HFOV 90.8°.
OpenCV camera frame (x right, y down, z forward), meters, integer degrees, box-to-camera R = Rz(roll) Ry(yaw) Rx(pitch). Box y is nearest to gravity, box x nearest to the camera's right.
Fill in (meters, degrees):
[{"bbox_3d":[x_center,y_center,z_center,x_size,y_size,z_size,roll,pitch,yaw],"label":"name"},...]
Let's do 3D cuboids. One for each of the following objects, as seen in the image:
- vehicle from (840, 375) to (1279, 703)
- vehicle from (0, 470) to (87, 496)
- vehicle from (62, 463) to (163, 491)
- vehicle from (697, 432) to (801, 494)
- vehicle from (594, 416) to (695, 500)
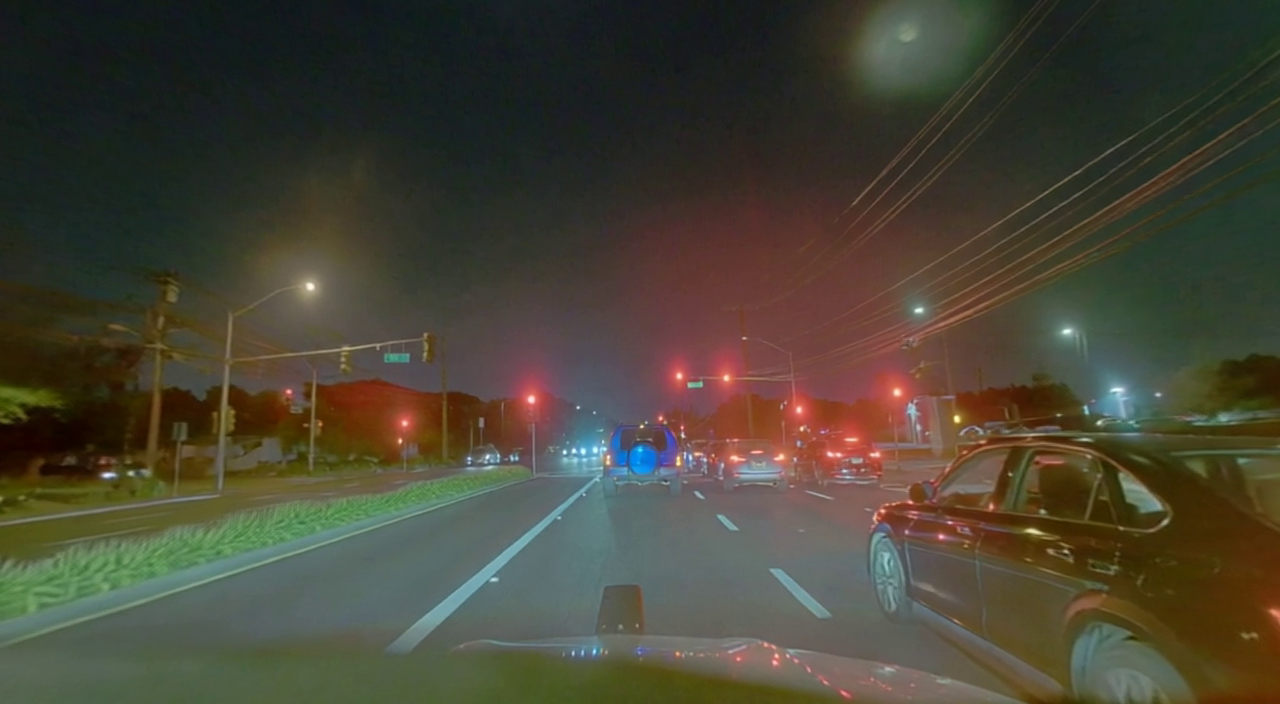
[{"bbox_3d":[2.777,1.024,3.305,2.004,1.460,4.297,0,-8,-1],"label":"vehicle"},{"bbox_3d":[-37.918,8.179,39.519,4.625,1.455,2.029,0,-8,-3],"label":"vehicle"},{"bbox_3d":[-33.181,7.845,39.843,4.550,1.601,1.766,1,-9,-6],"label":"vehicle"},{"bbox_3d":[2.861,3.042,17.631,2.025,1.477,4.333,0,-8,-1],"label":"vehicle"},{"bbox_3d":[0.088,2.722,16.550,2.236,1.856,4.816,0,-8,0],"label":"vehicle"}]
